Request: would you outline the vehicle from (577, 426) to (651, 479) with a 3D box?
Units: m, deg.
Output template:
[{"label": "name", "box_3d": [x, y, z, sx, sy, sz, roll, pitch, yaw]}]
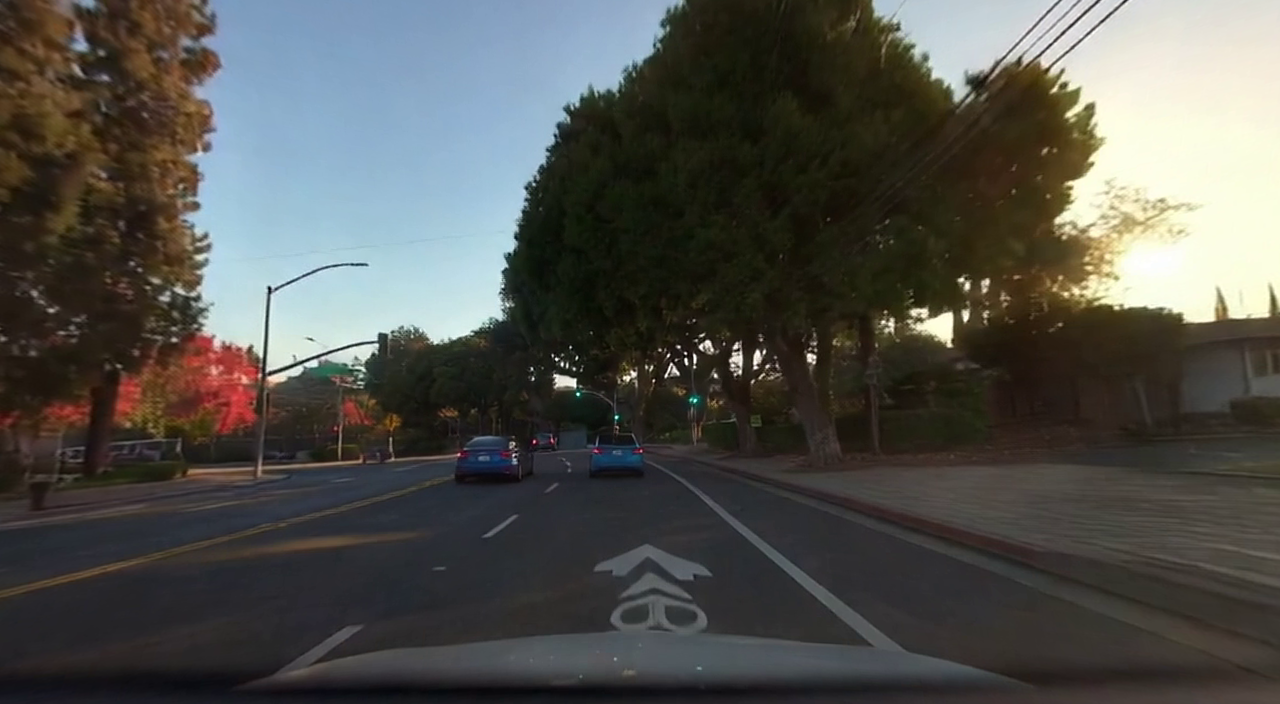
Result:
[{"label": "vehicle", "box_3d": [-0.898, 3.252, 20.547, 2.168, 1.504, 4.284, 1, -9, -4]}]

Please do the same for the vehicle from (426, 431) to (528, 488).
[{"label": "vehicle", "box_3d": [-4.466, 3.020, 18.004, 1.913, 1.425, 4.235, 0, -9, -2]}]

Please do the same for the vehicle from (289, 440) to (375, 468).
[{"label": "vehicle", "box_3d": [-20.530, 6.782, 42.143, 4.979, 1.782, 2.264, -3, -9, 20]}]
